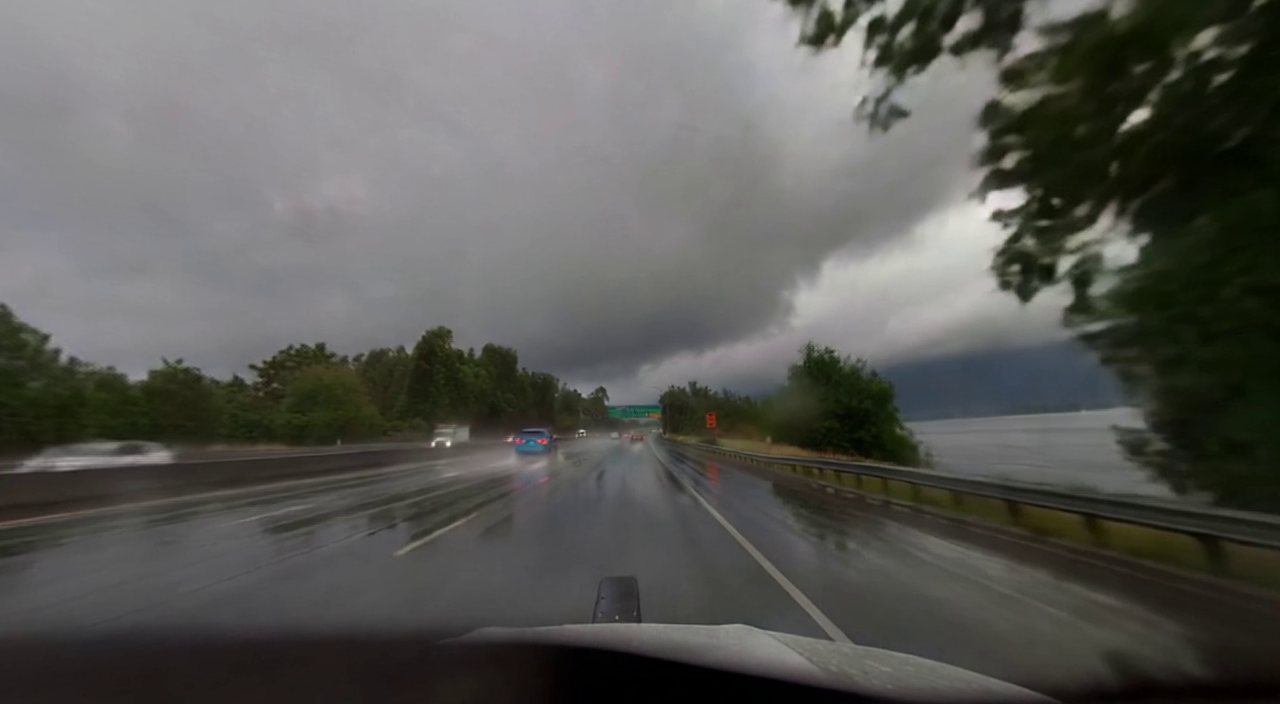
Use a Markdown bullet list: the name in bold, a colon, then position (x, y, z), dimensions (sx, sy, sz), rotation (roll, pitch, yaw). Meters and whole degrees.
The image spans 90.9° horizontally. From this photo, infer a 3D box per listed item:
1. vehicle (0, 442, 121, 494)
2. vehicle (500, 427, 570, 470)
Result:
- **vehicle**: position (-19.706, 3.695, 20.476), dimensions (1.803, 1.464, 4.532), rotation (0, -8, 0)
- **vehicle**: position (-4.216, 3.947, 26.041), dimensions (2.052, 1.626, 4.514), rotation (0, -8, 1)
